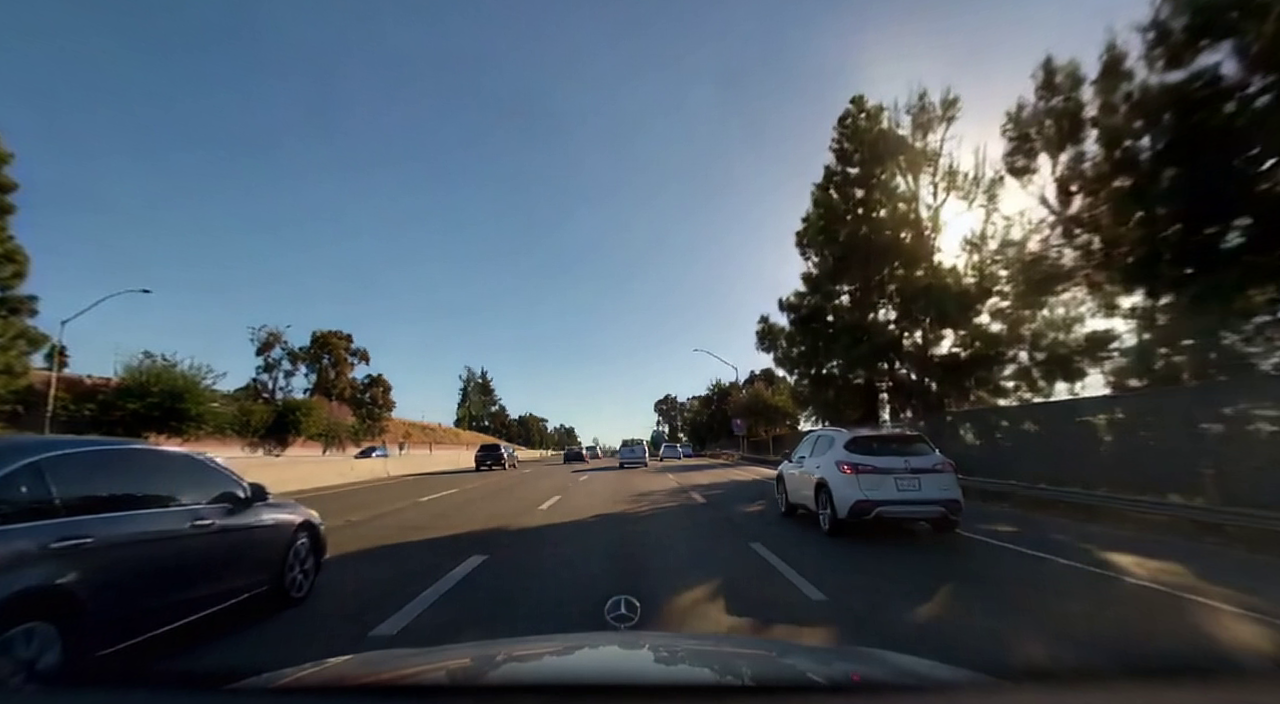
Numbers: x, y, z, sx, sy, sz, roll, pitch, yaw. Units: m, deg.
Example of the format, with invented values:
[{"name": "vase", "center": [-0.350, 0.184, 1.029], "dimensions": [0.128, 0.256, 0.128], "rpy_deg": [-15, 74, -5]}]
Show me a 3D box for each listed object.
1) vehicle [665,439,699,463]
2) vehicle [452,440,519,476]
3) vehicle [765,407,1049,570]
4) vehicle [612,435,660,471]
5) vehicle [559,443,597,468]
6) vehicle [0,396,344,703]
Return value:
[{"name": "vehicle", "center": [3.172, 7.663, 48.931], "dimensions": [2.320, 1.735, 4.408], "rpy_deg": [0, -8, 0]}, {"name": "vehicle", "center": [-6.958, 4.799, 28.856], "dimensions": [1.980, 1.519, 4.147], "rpy_deg": [0, -8, 0]}, {"name": "vehicle", "center": [3.302, 1.780, 9.068], "dimensions": [2.029, 1.716, 4.545], "rpy_deg": [0, -8, -1]}, {"name": "vehicle", "center": [-0.233, 5.401, 34.013], "dimensions": [2.408, 1.748, 4.217], "rpy_deg": [0, -8, -1]}, {"name": "vehicle", "center": [-3.830, 6.452, 39.704], "dimensions": [1.968, 1.473, 4.209], "rpy_deg": [0, -8, 0]}, {"name": "vehicle", "center": [-3.421, 0.958, 2.530], "dimensions": [2.130, 1.514, 4.766], "rpy_deg": [0, -8, 0]}]
